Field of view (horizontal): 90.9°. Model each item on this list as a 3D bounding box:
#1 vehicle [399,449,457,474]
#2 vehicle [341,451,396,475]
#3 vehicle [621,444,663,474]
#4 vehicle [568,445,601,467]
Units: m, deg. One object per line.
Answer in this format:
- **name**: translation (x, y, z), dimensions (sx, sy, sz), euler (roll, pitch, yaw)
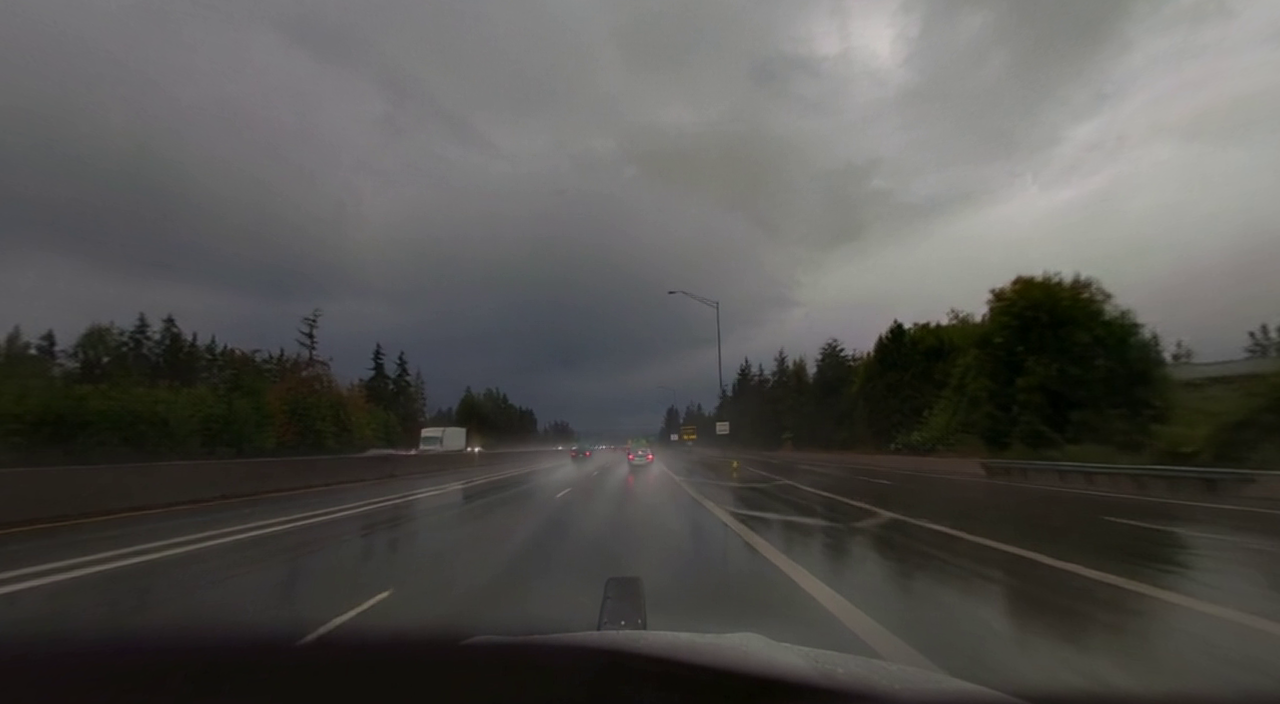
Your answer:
- **vehicle**: translation (-12.992, 6.725, 38.886), dimensions (1.942, 1.438, 4.458), euler (0, -9, 2)
- **vehicle**: translation (-17.621, 7.180, 41.096), dimensions (1.803, 1.464, 3.889), euler (0, -9, 1)
- **vehicle**: translation (0.065, 5.492, 32.425), dimensions (2.002, 1.449, 3.612), euler (0, -9, -1)
- **vehicle**: translation (-3.853, 7.273, 44.211), dimensions (1.877, 1.504, 3.799), euler (0, -9, 1)
